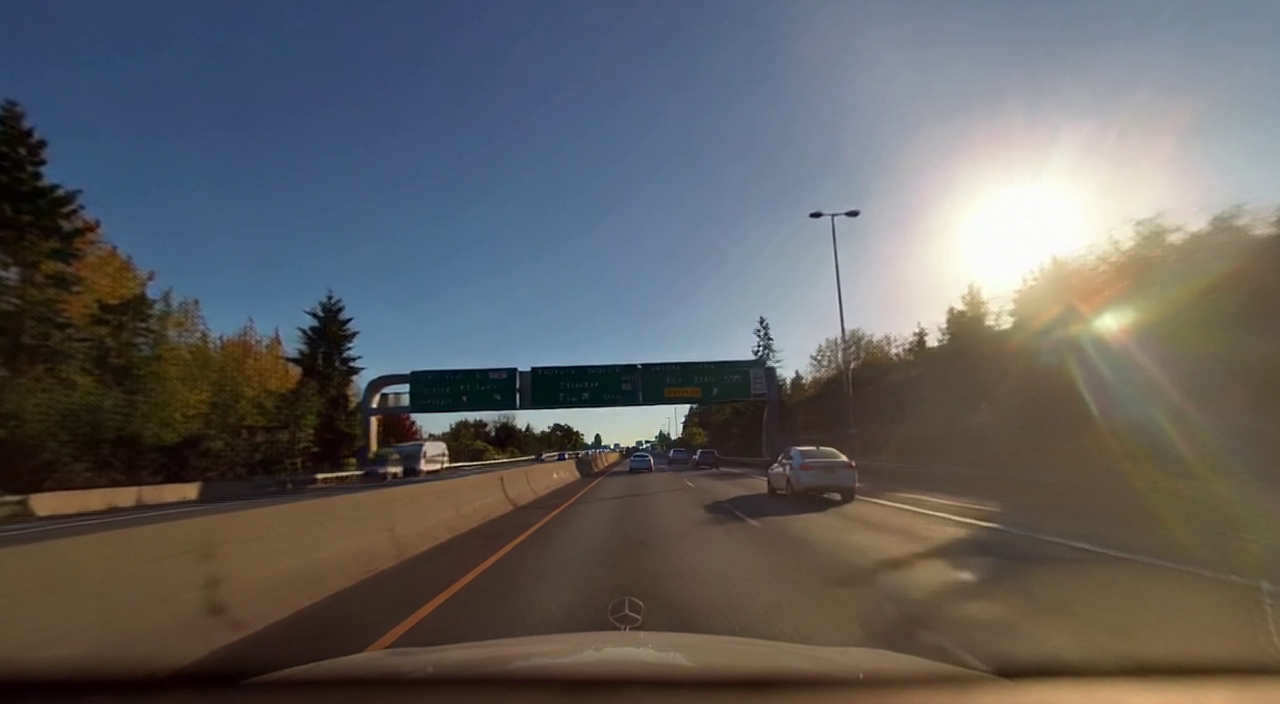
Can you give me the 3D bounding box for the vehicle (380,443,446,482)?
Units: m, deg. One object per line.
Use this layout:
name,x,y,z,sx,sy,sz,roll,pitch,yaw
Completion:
vehicle,-15.984,7.780,44.795,2.507,2.577,5.744,0,-9,1

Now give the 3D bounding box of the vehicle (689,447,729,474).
vehicle,4.238,6.693,39.068,1.935,1.594,3.981,0,-9,-1

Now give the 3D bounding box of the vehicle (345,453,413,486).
vehicle,-15.896,7.158,38.719,2.024,1.869,4.992,0,-9,0

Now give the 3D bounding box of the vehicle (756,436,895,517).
vehicle,4.254,2.929,15.333,1.969,1.639,4.472,0,-9,-1

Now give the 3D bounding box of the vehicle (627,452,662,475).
vehicle,0.276,6.871,38.991,2.012,1.320,3.777,0,-9,0
